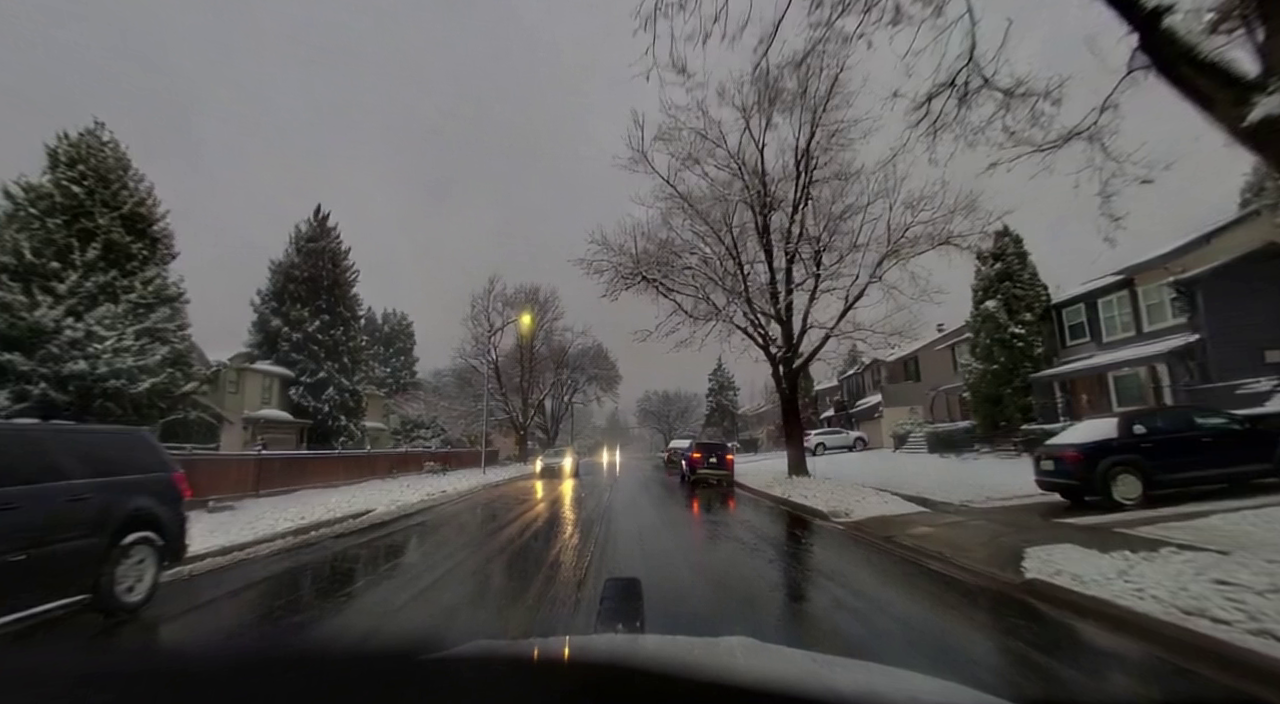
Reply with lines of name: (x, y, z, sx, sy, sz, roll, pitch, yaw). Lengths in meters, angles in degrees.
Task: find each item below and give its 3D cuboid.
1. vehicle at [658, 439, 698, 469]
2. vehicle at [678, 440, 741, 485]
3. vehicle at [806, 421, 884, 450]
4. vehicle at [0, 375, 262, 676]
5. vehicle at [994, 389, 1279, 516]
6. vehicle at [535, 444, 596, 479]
vehicle: (2.526, 7.049, 43.806, 2.350, 1.912, 5.696, 0, -9, -1)
vehicle: (2.756, 4.512, 26.120, 2.079, 1.651, 4.783, 0, -9, 1)
vehicle: (13.007, 5.302, 40.372, 4.310, 1.805, 2.289, -1, -7, 6)
vehicle: (-5.427, 1.092, 3.943, 2.221, 1.993, 5.874, 1, -9, 3)
vehicle: (11.228, 1.935, 12.498, 6.969, 2.120, 2.256, -2, -10, -1)
vehicle: (-3.415, 5.151, 29.956, 2.104, 1.497, 4.781, 0, -9, 3)
